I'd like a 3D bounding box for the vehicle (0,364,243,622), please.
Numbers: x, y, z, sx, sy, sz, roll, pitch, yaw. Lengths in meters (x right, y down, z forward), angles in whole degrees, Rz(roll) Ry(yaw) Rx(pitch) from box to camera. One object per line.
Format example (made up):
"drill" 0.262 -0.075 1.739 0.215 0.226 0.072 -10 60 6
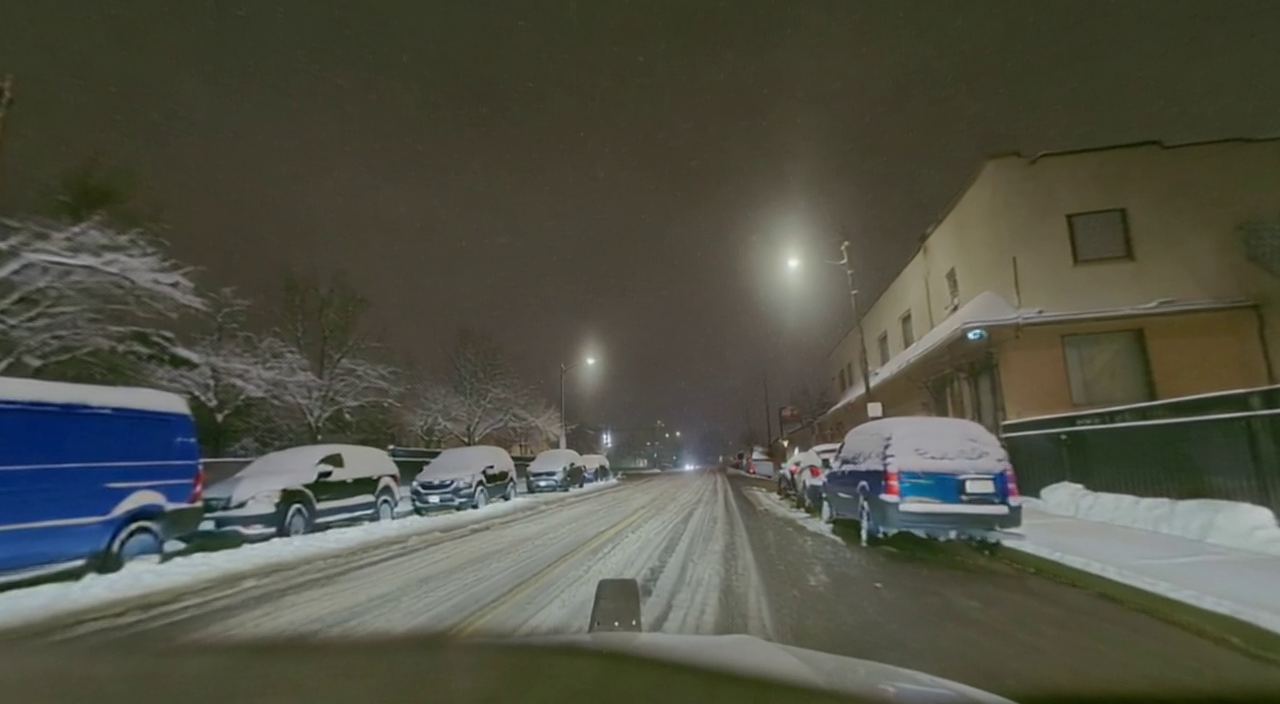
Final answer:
"vehicle" -6.952 1.446 6.383 2.435 2.308 4.937 -5 -9 5

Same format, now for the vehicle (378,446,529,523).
"vehicle" -5.290 3.819 19.032 2.304 1.937 5.720 -1 -9 6

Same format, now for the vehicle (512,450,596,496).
"vehicle" -3.908 5.679 30.104 2.504 1.919 5.658 -1 -9 8

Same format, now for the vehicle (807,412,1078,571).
"vehicle" 4.706 2.251 11.222 2.327 2.021 5.850 -1 -9 5

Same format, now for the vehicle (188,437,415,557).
"vehicle" -6.254 2.657 12.353 1.857 1.908 4.081 -1 -9 5
